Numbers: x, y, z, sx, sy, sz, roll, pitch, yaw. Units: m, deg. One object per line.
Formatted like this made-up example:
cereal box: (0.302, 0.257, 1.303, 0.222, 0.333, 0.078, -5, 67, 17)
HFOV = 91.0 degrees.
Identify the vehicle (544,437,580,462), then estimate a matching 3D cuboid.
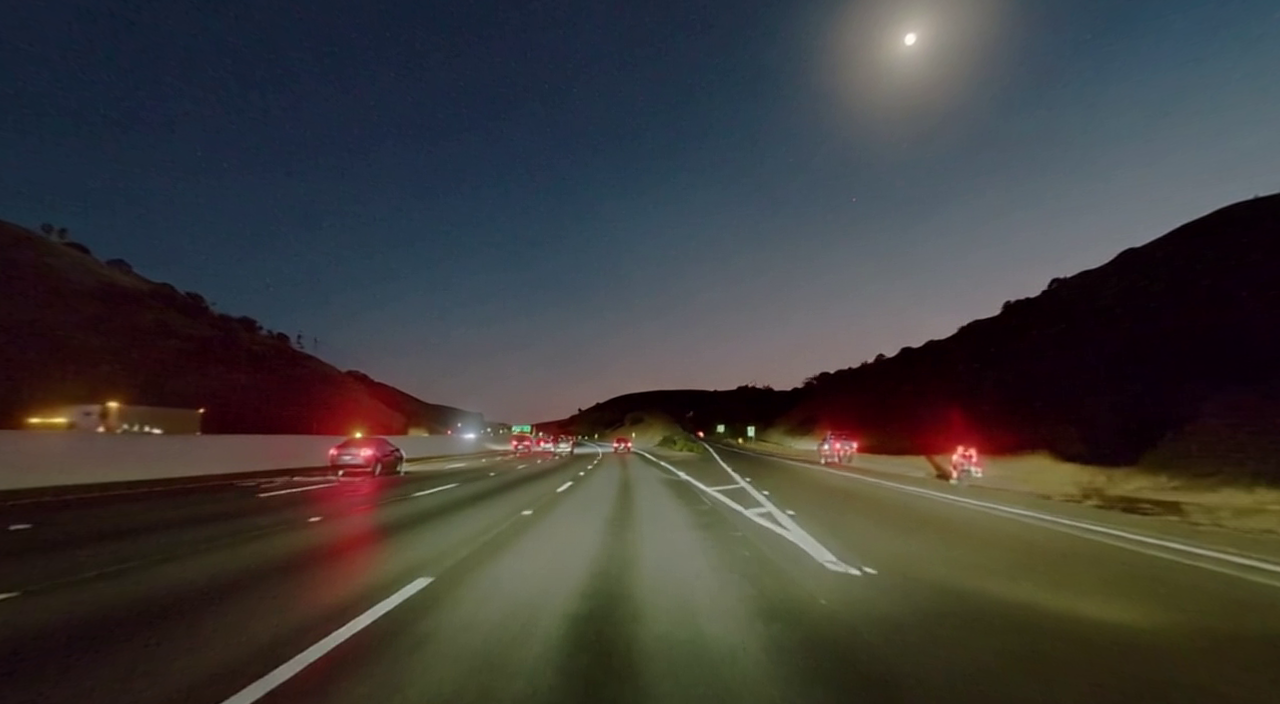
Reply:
vehicle: (-5.267, 6.651, 43.127, 2.060, 1.631, 4.214, 0, -8, -2)

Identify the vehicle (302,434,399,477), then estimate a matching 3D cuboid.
vehicle: (-12.007, 4.324, 26.498, 2.047, 1.645, 4.451, 0, -8, -1)
